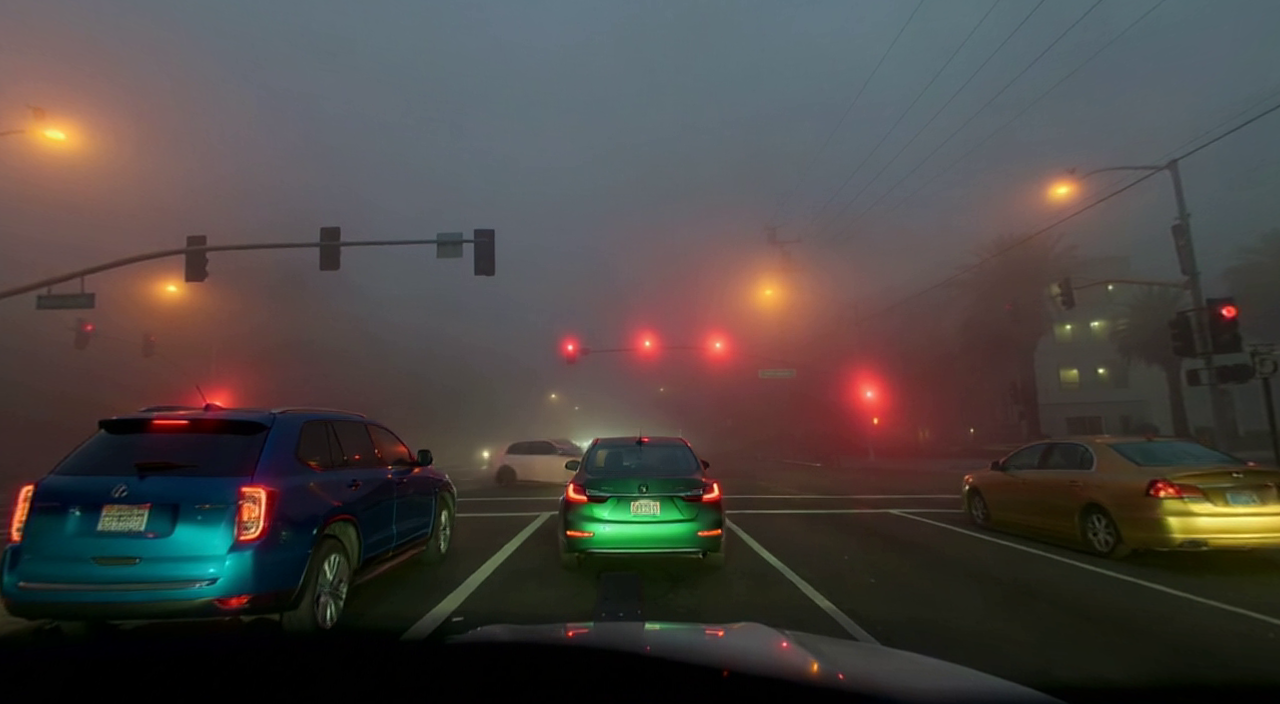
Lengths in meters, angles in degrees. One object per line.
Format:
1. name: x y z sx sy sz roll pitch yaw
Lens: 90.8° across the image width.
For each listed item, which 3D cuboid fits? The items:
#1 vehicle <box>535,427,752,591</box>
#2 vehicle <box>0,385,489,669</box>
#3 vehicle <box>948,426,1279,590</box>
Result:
1. vehicle: 0.000 1.707 7.720 1.942 1.445 3.973 0 -8 -1
2. vehicle: -3.103 1.372 6.089 2.051 1.682 4.467 0 -8 2
3. vehicle: 6.094 1.764 8.109 1.970 1.489 4.482 0 -8 -1
